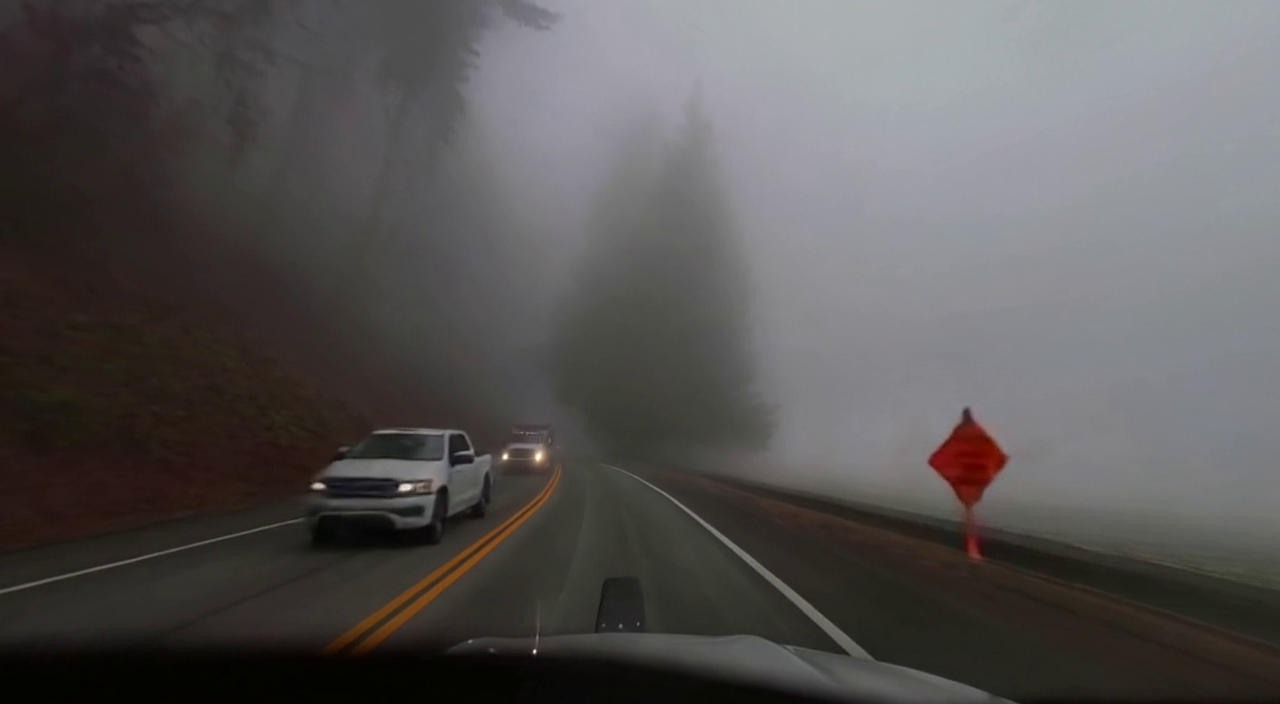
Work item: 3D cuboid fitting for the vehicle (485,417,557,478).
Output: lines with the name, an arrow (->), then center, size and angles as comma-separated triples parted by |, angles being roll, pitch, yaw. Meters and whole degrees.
vehicle -> -5.660, 4.700, 31.231 | 2.939, 2.556, 8.664 | 1, -8, -8

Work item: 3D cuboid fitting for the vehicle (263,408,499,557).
vehicle -> -3.653, 1.916, 10.001 | 2.057, 1.792, 4.457 | 1, -8, -4
